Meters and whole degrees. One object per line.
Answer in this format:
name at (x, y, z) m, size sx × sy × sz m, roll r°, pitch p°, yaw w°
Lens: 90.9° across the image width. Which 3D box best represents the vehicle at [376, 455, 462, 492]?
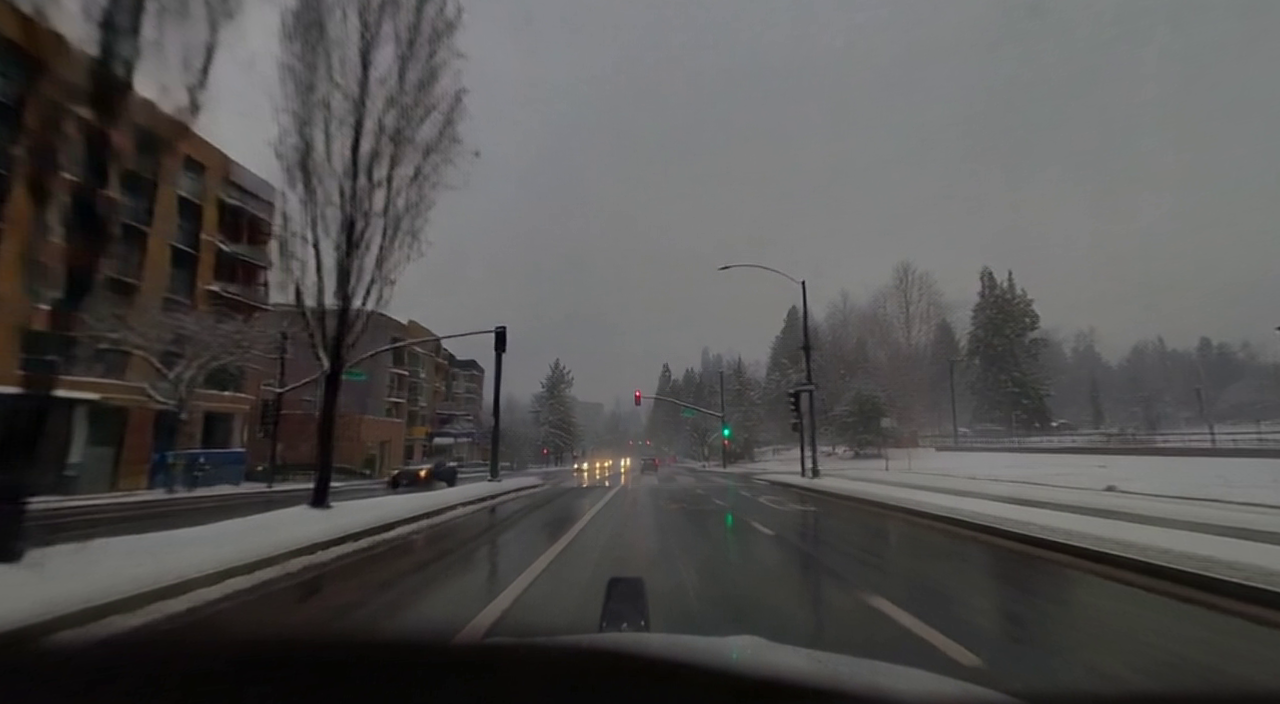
vehicle at (-9.954, 5.501, 28.843) m, size 2.004 × 1.469 × 4.724 m, roll -1°, pitch -9°, yaw 3°
